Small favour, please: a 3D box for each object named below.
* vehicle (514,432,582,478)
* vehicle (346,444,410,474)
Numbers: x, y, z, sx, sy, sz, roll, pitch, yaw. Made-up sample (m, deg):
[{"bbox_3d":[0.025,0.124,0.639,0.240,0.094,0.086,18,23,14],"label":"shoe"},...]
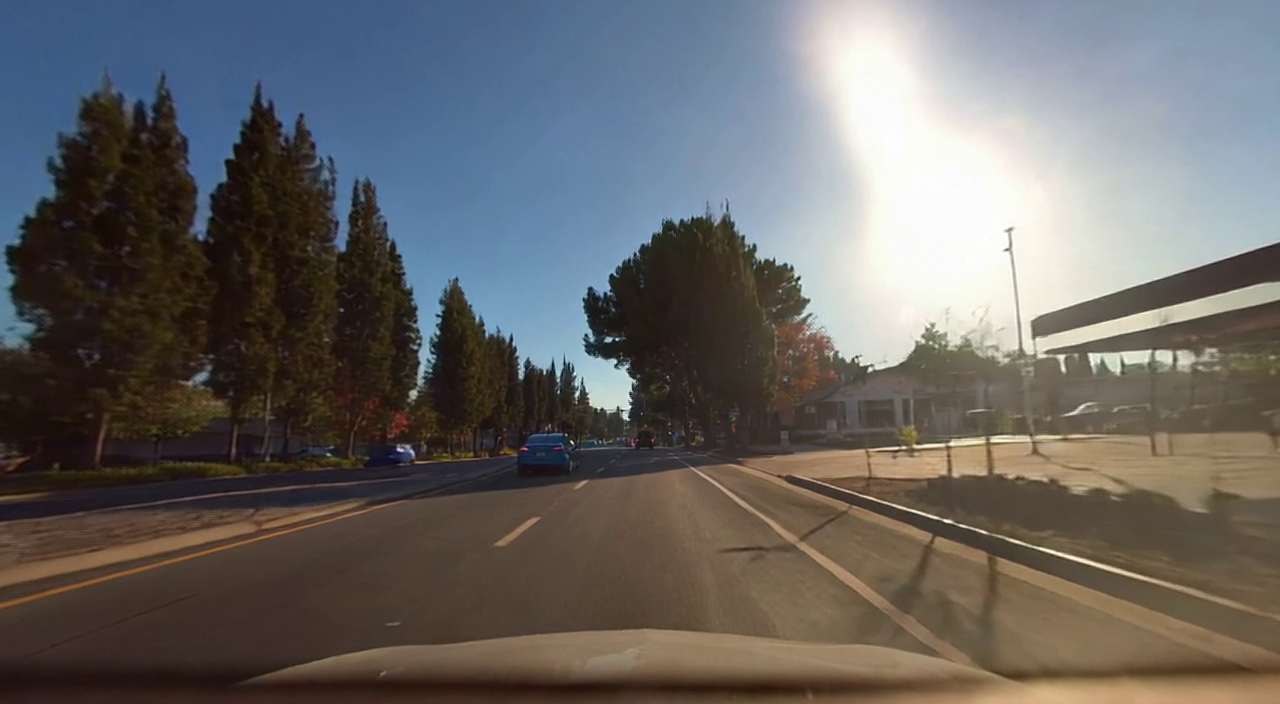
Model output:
[{"bbox_3d":[-3.484,4.004,24.817,1.914,1.630,4.351,0,-8,2],"label":"vehicle"},{"bbox_3d":[-15.719,6.412,38.089,1.884,1.714,4.450,0,-8,0],"label":"vehicle"}]
